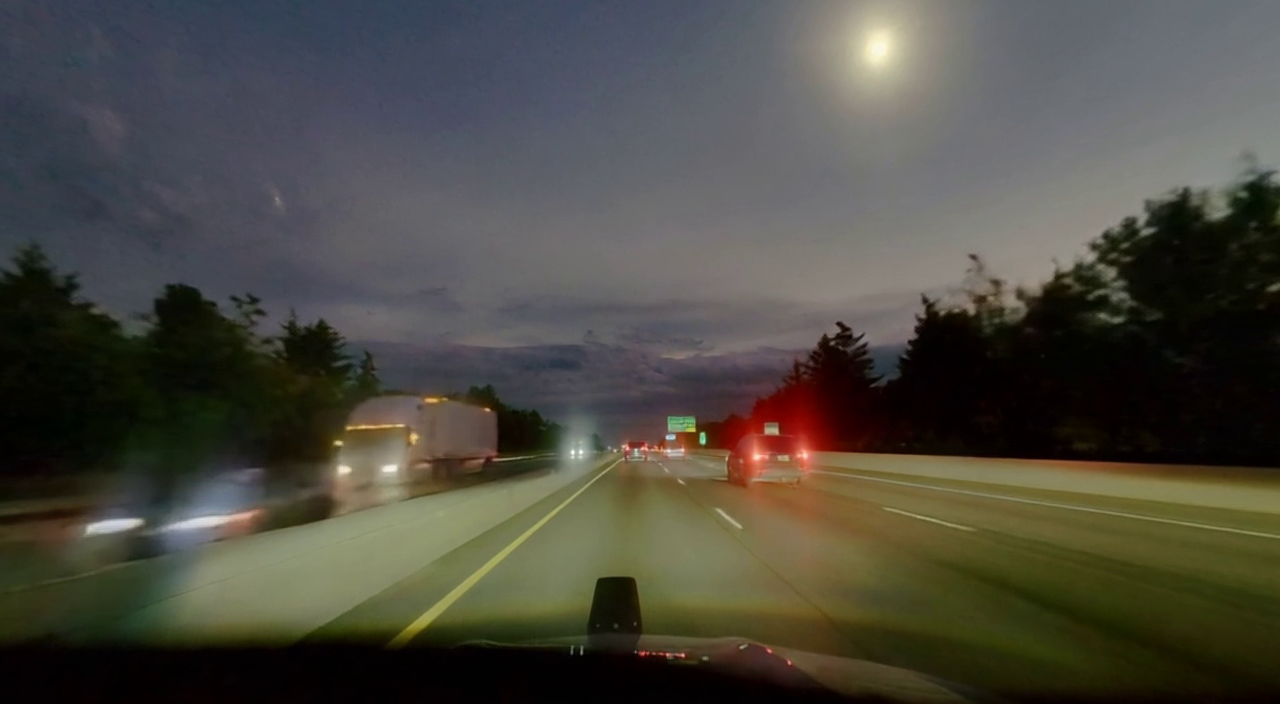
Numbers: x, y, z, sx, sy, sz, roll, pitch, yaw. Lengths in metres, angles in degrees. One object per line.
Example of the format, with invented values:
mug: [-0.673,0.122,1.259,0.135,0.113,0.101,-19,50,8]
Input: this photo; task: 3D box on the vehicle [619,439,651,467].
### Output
vehicle: [-0.348,7.254,45.332,2.192,1.912,4.524,0,-9,-1]

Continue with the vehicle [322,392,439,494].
vehicle: [-10.709,3.821,26.362,3.343,3.964,3.305,0,-9,0]

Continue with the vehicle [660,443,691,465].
vehicle: [2.741,8.051,49.555,2.123,1.620,4.959,0,-9,-1]

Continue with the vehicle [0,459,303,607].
vehicle: [-6.953,2.293,8.895,1.901,1.462,4.439,0,-9,0]

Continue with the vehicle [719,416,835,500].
vehicle: [3.569,2.879,17.386,1.981,1.984,4.623,0,-9,-2]
